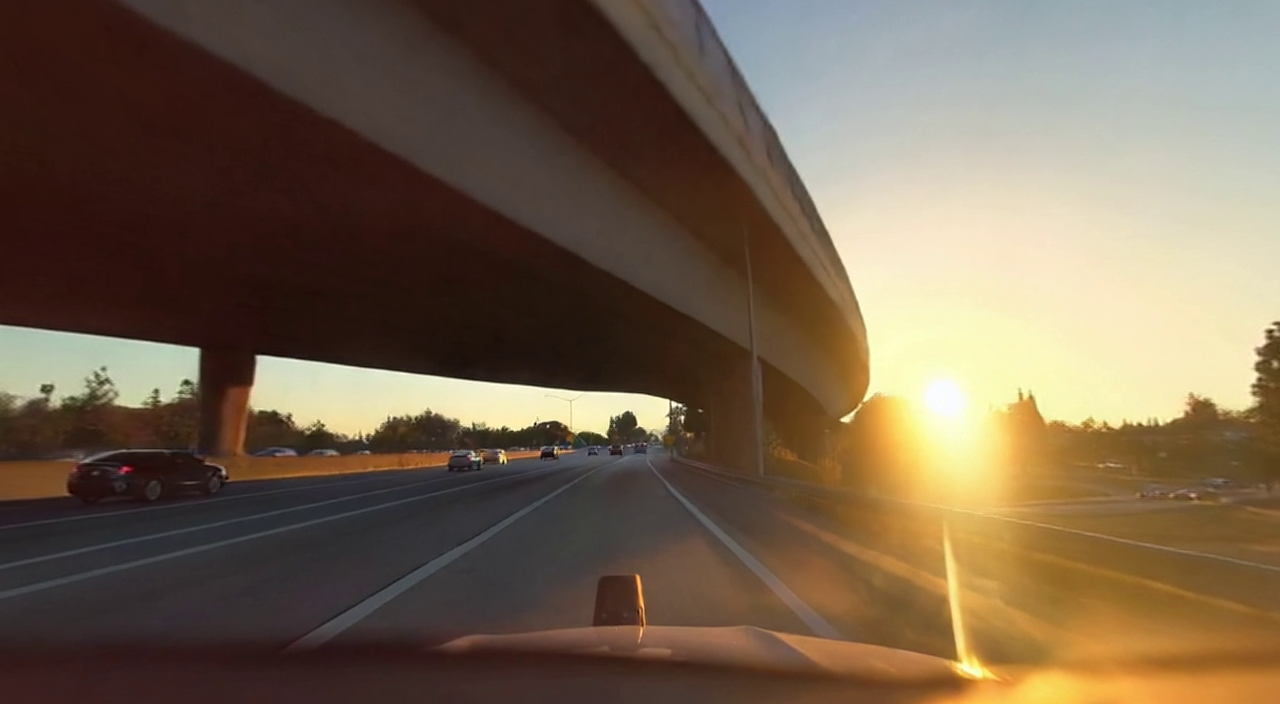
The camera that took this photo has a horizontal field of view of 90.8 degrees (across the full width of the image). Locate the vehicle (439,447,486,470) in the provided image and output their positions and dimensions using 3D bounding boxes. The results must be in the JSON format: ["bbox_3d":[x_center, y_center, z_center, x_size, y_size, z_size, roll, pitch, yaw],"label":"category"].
[{"bbox_3d":[-12.508,7.511,44.741,2.271,1.537,4.029,0,-8,-3],"label":"vehicle"}]

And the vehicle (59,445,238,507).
[{"bbox_3d":[-13.956,3.495,18.371,1.829,1.520,4.505,0,-8,-4],"label":"vehicle"}]
